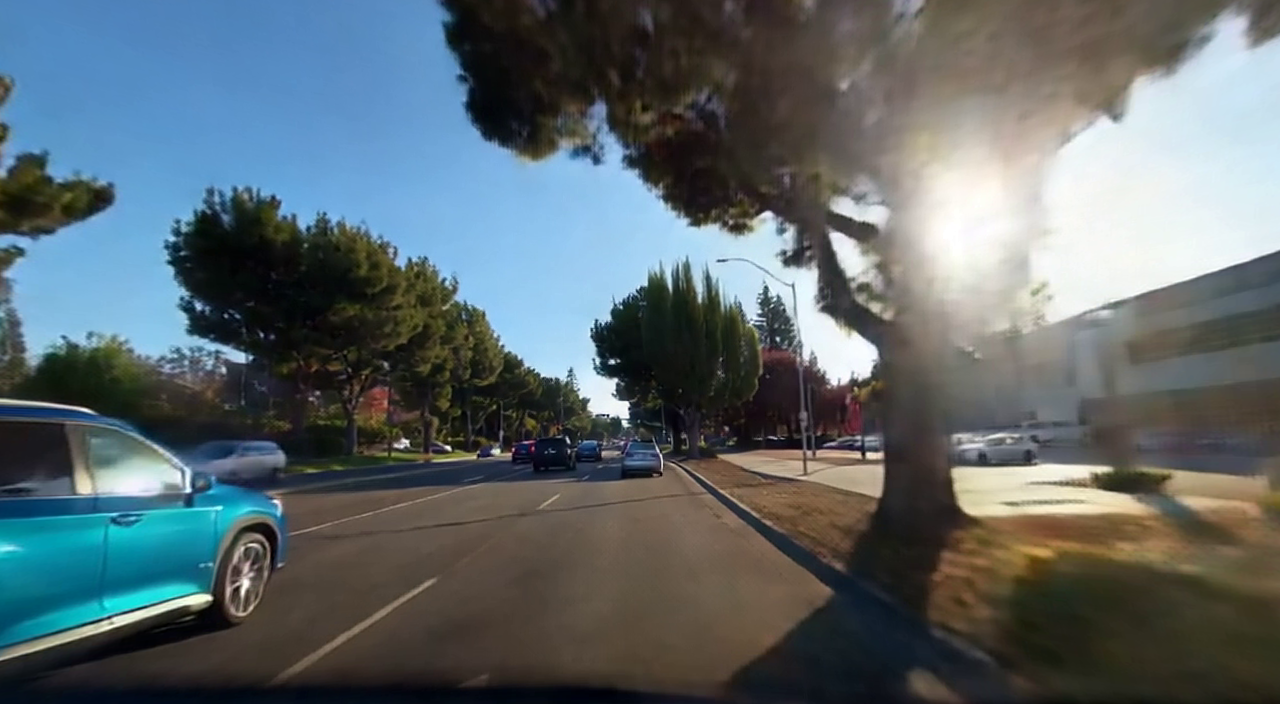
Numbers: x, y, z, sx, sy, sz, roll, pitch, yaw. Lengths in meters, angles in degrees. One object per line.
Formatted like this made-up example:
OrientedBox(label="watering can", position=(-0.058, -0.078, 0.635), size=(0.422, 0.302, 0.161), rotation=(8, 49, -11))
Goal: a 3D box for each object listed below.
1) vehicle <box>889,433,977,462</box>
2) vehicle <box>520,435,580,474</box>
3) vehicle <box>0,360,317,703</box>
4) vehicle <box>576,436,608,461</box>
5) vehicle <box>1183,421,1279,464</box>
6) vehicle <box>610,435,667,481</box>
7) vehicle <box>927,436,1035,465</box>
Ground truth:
OrientedBox(label="vehicle", position=(17.391, 5.684, 37.365), size=(4.290, 1.664, 1.893), rotation=(1, -8, -4))
OrientedBox(label="vehicle", position=(-4.132, 4.799, 29.617), size=(2.113, 1.713, 4.422), rotation=(0, -8, 1))
OrientedBox(label="vehicle", position=(-3.751, 0.928, 3.107), size=(2.070, 1.641, 4.152), rotation=(0, -8, 0))
OrientedBox(label="vehicle", position=(-3.604, 7.343, 47.701), size=(2.047, 1.810, 4.414), rotation=(0, -8, 1))
OrientedBox(label="vehicle", position=(28.723, 4.270, 29.559), size=(4.173, 1.920, 2.168), rotation=(0, -9, -1))
OrientedBox(label="vehicle", position=(-0.049, 4.101, 24.516), size=(2.042, 1.641, 4.187), rotation=(0, -8, 0))
OrientedBox(label="vehicle", position=(17.640, 5.123, 32.578), size=(4.460, 1.449, 1.959), rotation=(0, -8, -2))
